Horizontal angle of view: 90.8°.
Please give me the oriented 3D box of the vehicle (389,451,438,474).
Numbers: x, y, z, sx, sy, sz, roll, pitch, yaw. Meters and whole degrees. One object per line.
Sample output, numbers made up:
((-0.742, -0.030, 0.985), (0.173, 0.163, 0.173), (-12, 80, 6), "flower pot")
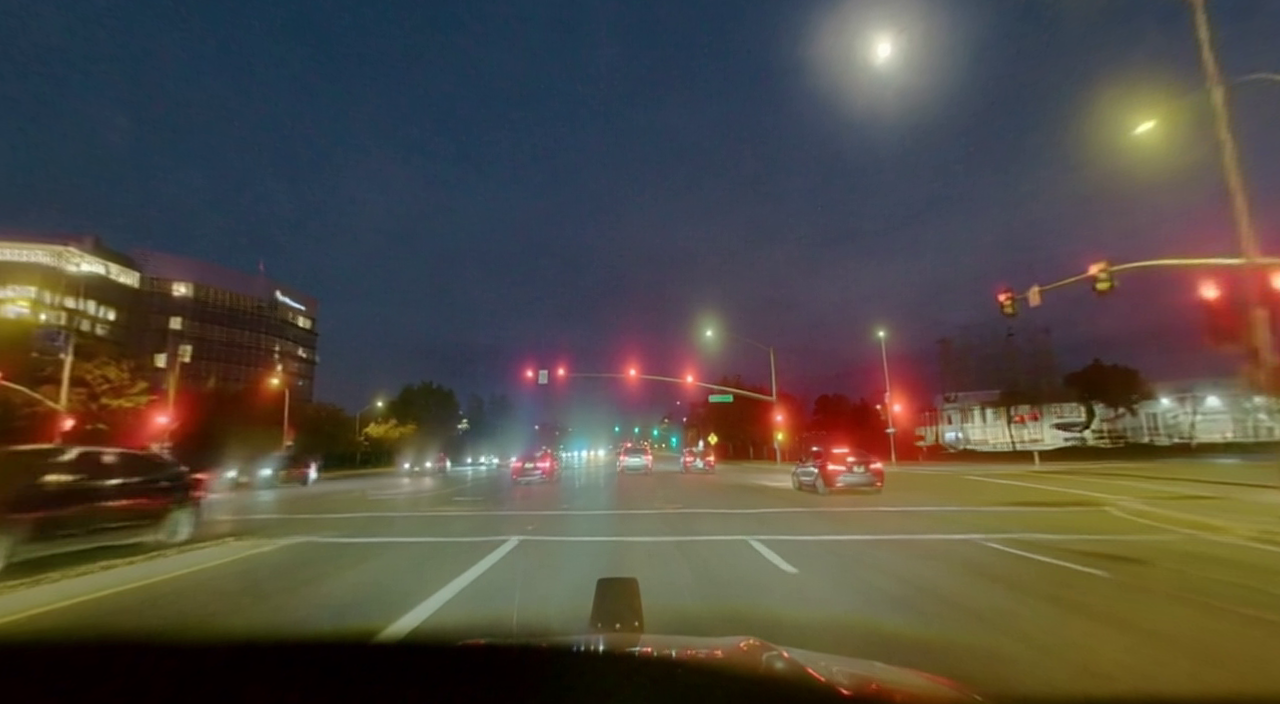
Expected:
((-15.783, 7.703, 44.250), (1.893, 1.429, 4.188), (0, -8, 0), "vehicle")

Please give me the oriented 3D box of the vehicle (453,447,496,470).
((-12.205, 7.870, 46.831), (1.975, 1.450, 4.561), (-4, -8, -1), "vehicle")

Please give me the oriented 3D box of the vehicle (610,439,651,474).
((-0.439, 5.473, 33.270), (2.008, 1.716, 4.125), (0, -8, 0), "vehicle")

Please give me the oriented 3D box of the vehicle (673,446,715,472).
((3.148, 6.283, 37.506), (2.014, 1.430, 4.103), (1, -8, -2), "vehicle")

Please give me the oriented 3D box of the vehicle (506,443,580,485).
((-3.753, 4.414, 25.275), (2.163, 1.474, 4.413), (0, -8, 1), "vehicle")

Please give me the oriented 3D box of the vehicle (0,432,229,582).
((-7.409, 1.714, 7.450), (2.013, 1.488, 4.596), (0, -8, 0), "vehicle")

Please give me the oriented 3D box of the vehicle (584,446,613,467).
((-3.173, 8.054, 48.966), (2.002, 1.502, 4.057), (0, -8, -1), "vehicle")

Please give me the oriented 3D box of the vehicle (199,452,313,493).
((-15.874, 4.969, 26.472), (1.924, 1.486, 4.511), (0, -8, 0), "vehicle")

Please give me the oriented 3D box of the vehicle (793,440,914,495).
((6.327, 3.463, 19.403), (2.028, 1.451, 4.625), (0, -8, -1), "vehicle")
